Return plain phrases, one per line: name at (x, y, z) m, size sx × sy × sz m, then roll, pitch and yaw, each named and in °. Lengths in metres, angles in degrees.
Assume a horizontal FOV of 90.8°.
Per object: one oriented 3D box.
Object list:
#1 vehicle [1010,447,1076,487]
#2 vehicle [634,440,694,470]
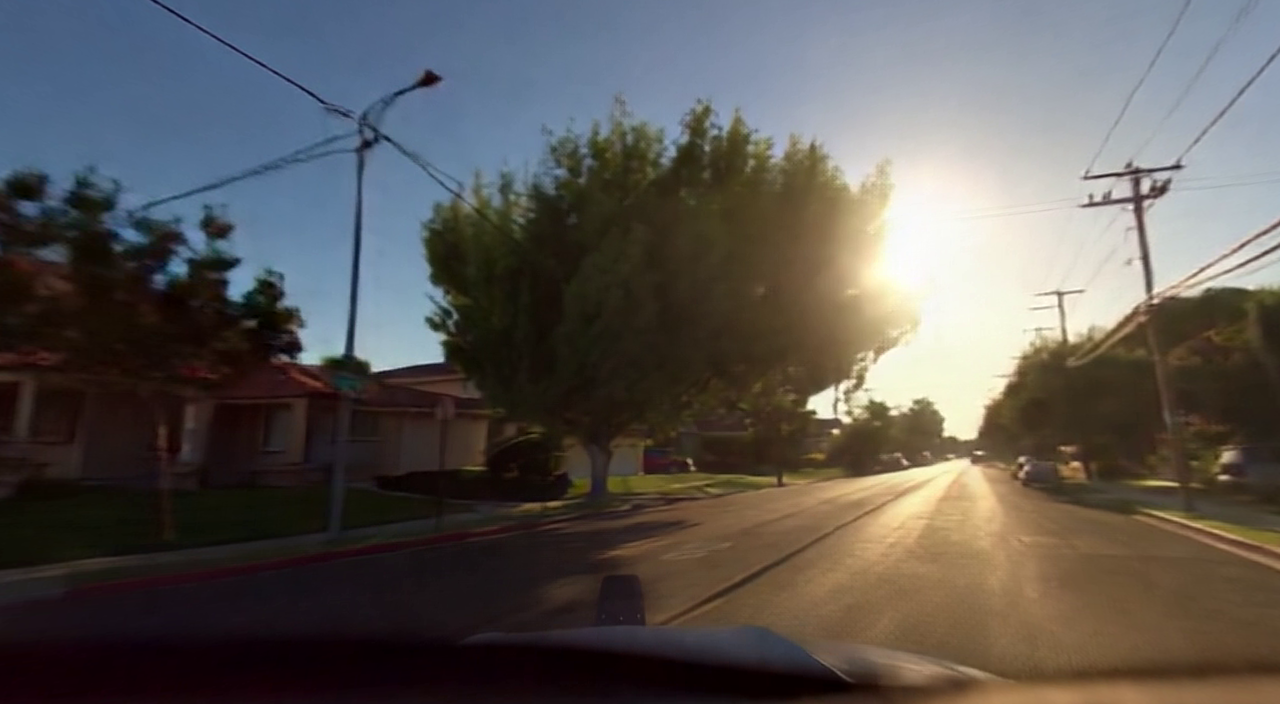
vehicle at (21.376, 6.053, 33.713) m, size 2.114 × 1.858 × 5.144 m, roll -3°, pitch -9°, yaw 24°
vehicle at (1.687, 6.774, 41.385) m, size 2.034 × 1.829 × 5.161 m, roll -4°, pitch -11°, yaw 25°
